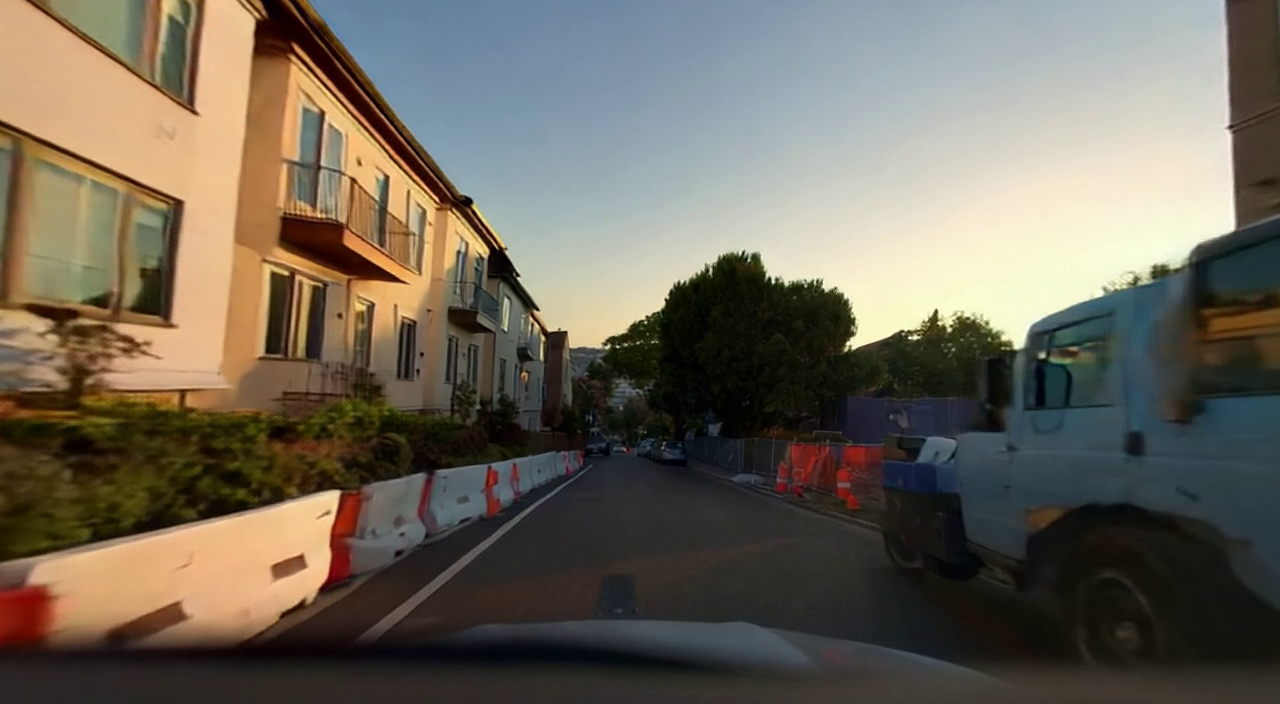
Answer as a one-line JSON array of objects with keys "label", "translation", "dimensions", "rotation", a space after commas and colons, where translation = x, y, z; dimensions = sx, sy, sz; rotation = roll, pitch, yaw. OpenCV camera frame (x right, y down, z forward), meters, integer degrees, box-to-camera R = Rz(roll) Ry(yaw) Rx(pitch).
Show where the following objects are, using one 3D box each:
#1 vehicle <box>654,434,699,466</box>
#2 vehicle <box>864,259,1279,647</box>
[{"label": "vehicle", "translation": [2.011, 5.580, 36.271], "dimensions": [2.066, 1.739, 4.234], "rotation": [0, -7, -4]}, {"label": "vehicle", "translation": [3.563, 0.941, 5.841], "dimensions": [1.758, 2.572, 2.706], "rotation": [7, -13, -4]}]
